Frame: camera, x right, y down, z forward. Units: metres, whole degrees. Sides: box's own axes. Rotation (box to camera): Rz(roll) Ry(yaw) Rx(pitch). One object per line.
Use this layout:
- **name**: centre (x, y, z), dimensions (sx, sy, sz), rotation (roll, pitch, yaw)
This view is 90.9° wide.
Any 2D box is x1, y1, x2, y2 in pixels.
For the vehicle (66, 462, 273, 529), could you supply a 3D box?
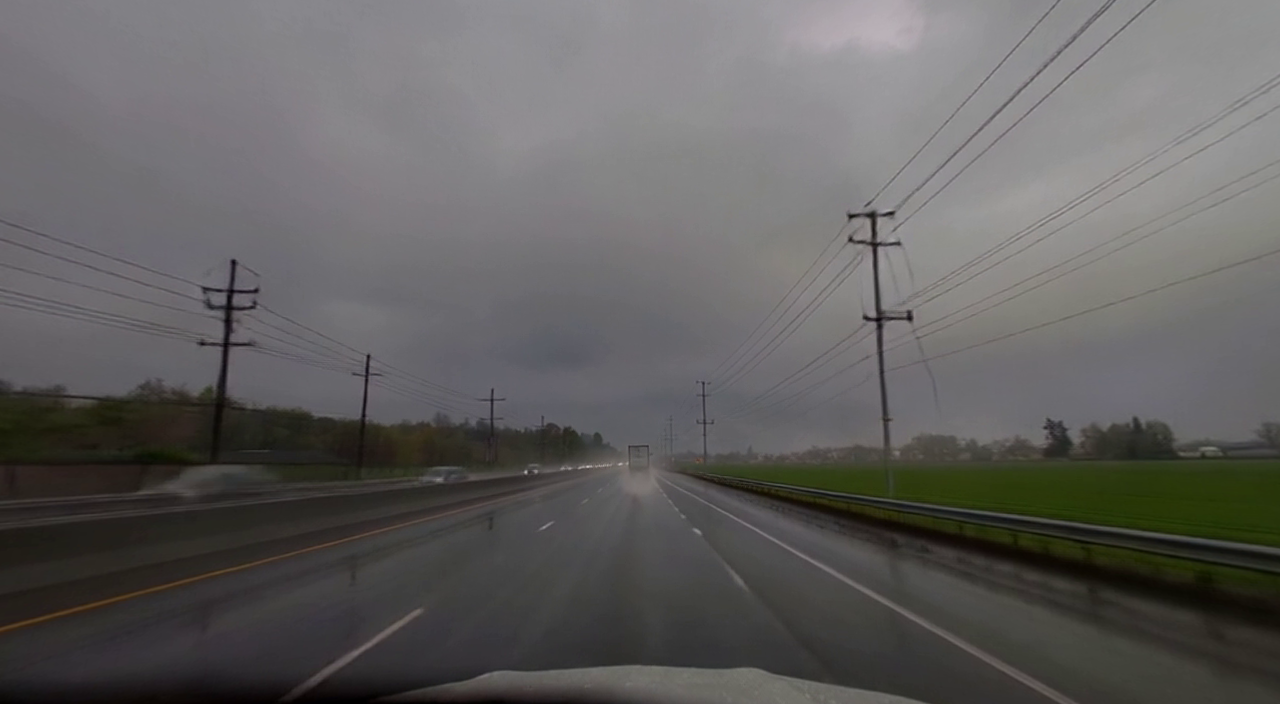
- **vehicle**: centre (-11.883, 3.638, 16.412), dimensions (1.881, 1.438, 4.529), rotation (1, -10, 0)

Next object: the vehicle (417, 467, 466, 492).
- **vehicle**: centre (-12.095, 7.806, 38.623), dimensions (1.730, 1.406, 3.971), rotation (1, -10, 0)
